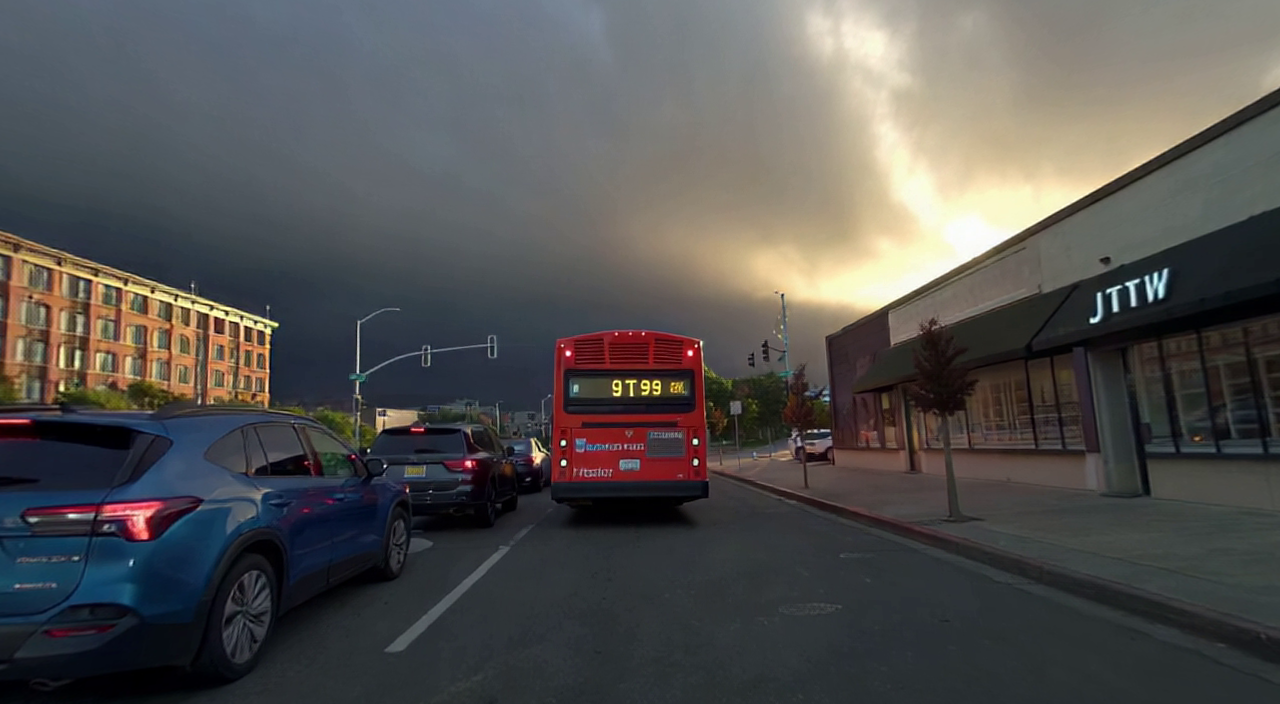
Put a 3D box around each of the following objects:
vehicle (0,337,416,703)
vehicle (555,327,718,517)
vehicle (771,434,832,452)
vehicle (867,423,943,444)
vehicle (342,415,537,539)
[{"bbox_3d":[-3.225,1.090,3.968,2.020,1.725,4.384,0,-8,0],"label":"vehicle"},{"bbox_3d":[-0.316,1.991,16.571,2.938,3.468,9.972,0,-9,-3],"label":"vehicle"},{"bbox_3d":[11.899,6.738,46.666,3.949,1.337,1.738,0,-9,-2],"label":"vehicle"},{"bbox_3d":[19.784,6.113,47.215,4.827,1.555,1.863,1,-9,-6],"label":"vehicle"},{"bbox_3d":[-3.355,2.204,11.770,2.096,1.828,4.669,0,-8,0],"label":"vehicle"}]
